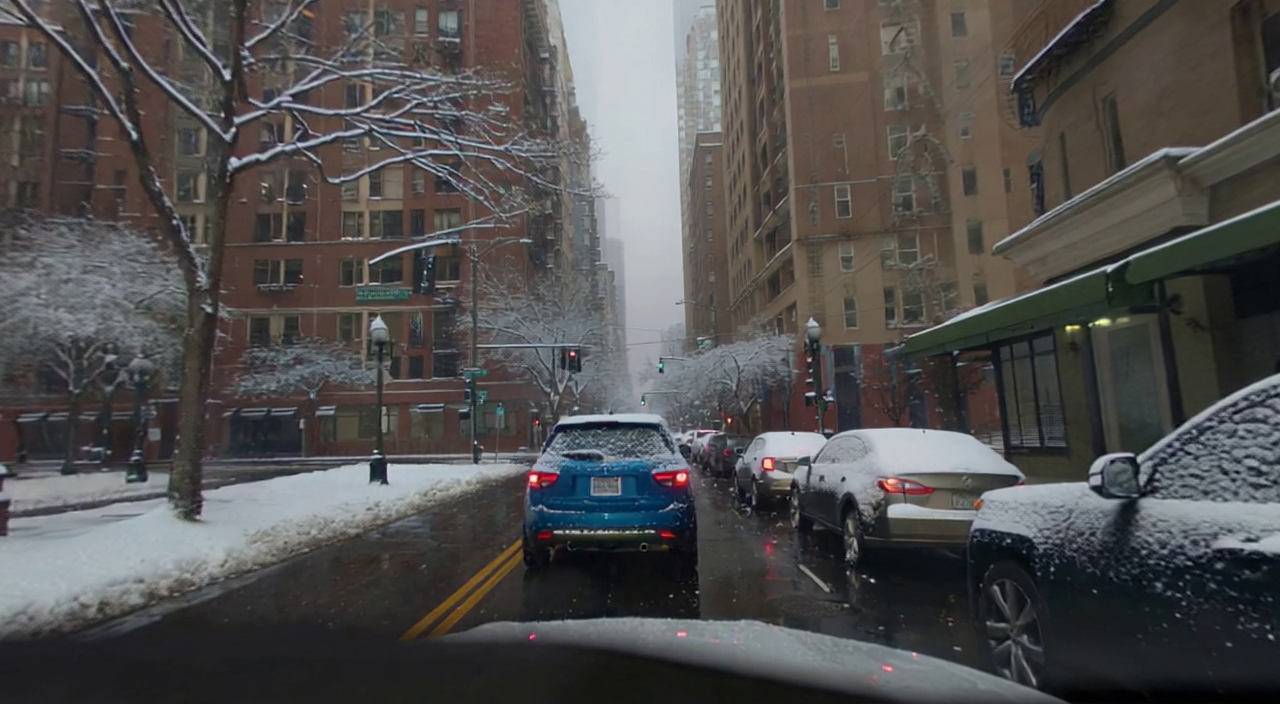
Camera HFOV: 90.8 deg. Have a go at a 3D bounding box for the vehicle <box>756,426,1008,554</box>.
[{"bbox_3d":[3.287,1.973,9.806,1.941,1.482,4.632,0,-9,-2],"label":"vehicle"}]

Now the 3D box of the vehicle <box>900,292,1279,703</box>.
[{"bbox_3d":[2.998,0.747,2.246,2.063,1.760,4.664,0,-9,-1],"label":"vehicle"}]

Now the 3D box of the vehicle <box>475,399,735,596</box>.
[{"bbox_3d":[-0.357,1.568,7.600,2.249,1.684,4.084,0,-9,-2],"label":"vehicle"}]
